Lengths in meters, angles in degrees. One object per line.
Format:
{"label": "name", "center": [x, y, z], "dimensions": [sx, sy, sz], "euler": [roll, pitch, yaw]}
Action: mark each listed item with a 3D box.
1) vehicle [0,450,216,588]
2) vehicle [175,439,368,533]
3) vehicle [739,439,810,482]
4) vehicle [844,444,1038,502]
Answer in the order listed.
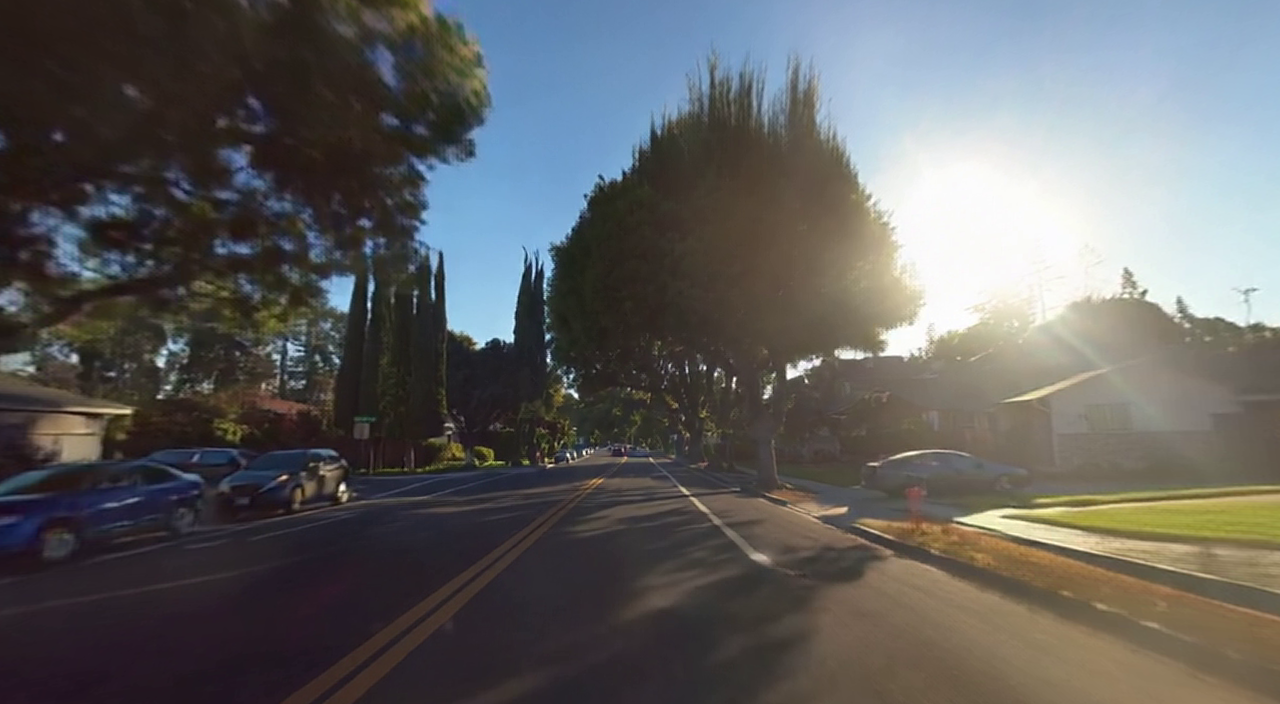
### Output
{"label": "vehicle", "center": [-9.145, 2.429, 9.992], "dimensions": [1.998, 1.684, 4.180], "euler": [1, -9, -2]}
{"label": "vehicle", "center": [-9.374, 3.362, 16.683], "dimensions": [2.181, 1.938, 4.931], "euler": [-2, -7, 0]}
{"label": "vehicle", "center": [5.823, 4.743, 27.838], "dimensions": [2.096, 1.713, 4.606], "euler": [0, -9, -1]}
{"label": "vehicle", "center": [8.180, 3.312, 17.537], "dimensions": [4.438, 1.466, 1.943], "euler": [-1, -9, 10]}
